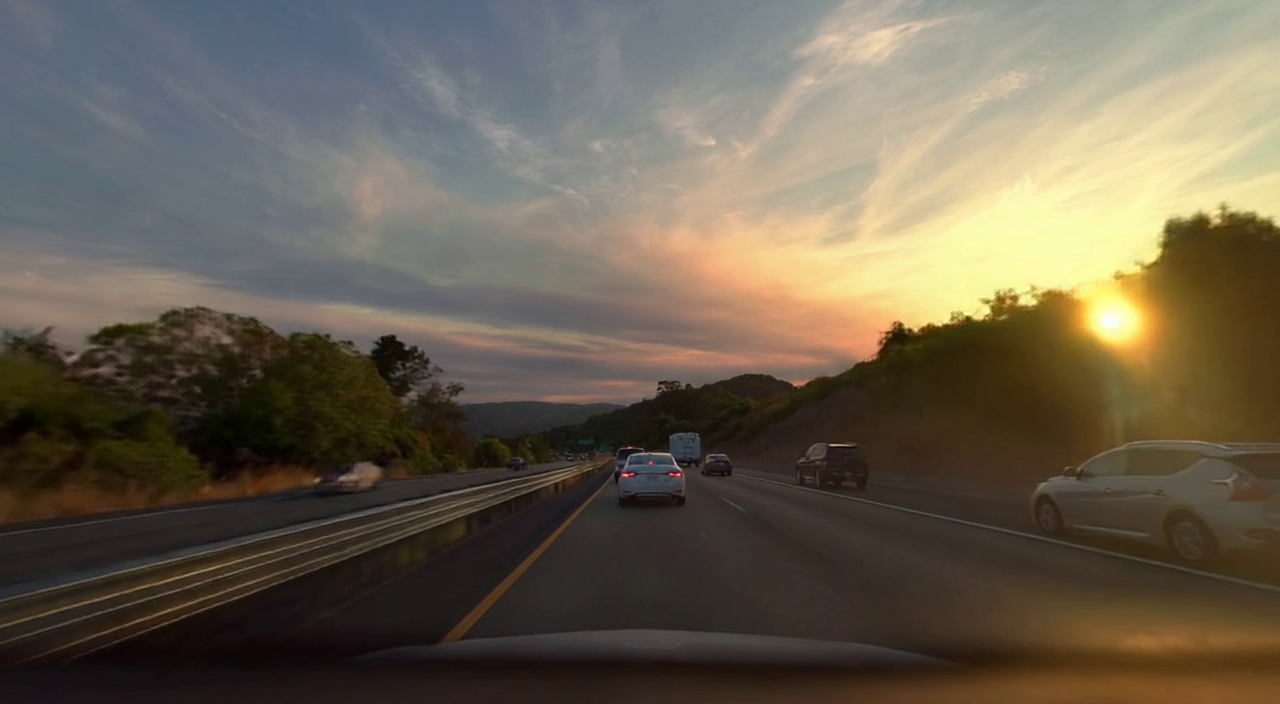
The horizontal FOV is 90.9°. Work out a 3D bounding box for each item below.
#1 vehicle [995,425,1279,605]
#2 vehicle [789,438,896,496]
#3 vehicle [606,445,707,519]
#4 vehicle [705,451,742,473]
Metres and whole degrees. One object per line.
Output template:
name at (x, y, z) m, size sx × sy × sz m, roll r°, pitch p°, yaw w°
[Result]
vehicle at (6.288, 1.670, 7.264) m, size 1.965 × 1.484 × 4.090 m, roll 0°, pitch -9°, yaw 0°
vehicle at (6.503, 3.748, 20.813) m, size 1.980 × 1.702 × 4.235 m, roll 0°, pitch -9°, yaw -2°
vehicle at (0.296, 2.977, 14.861) m, size 2.076 × 1.485 × 3.774 m, roll 0°, pitch -9°, yaw -1°
vehicle at (5.931, 7.846, 45.105) m, size 1.921 × 1.451 × 3.841 m, roll 0°, pitch -9°, yaw -3°
